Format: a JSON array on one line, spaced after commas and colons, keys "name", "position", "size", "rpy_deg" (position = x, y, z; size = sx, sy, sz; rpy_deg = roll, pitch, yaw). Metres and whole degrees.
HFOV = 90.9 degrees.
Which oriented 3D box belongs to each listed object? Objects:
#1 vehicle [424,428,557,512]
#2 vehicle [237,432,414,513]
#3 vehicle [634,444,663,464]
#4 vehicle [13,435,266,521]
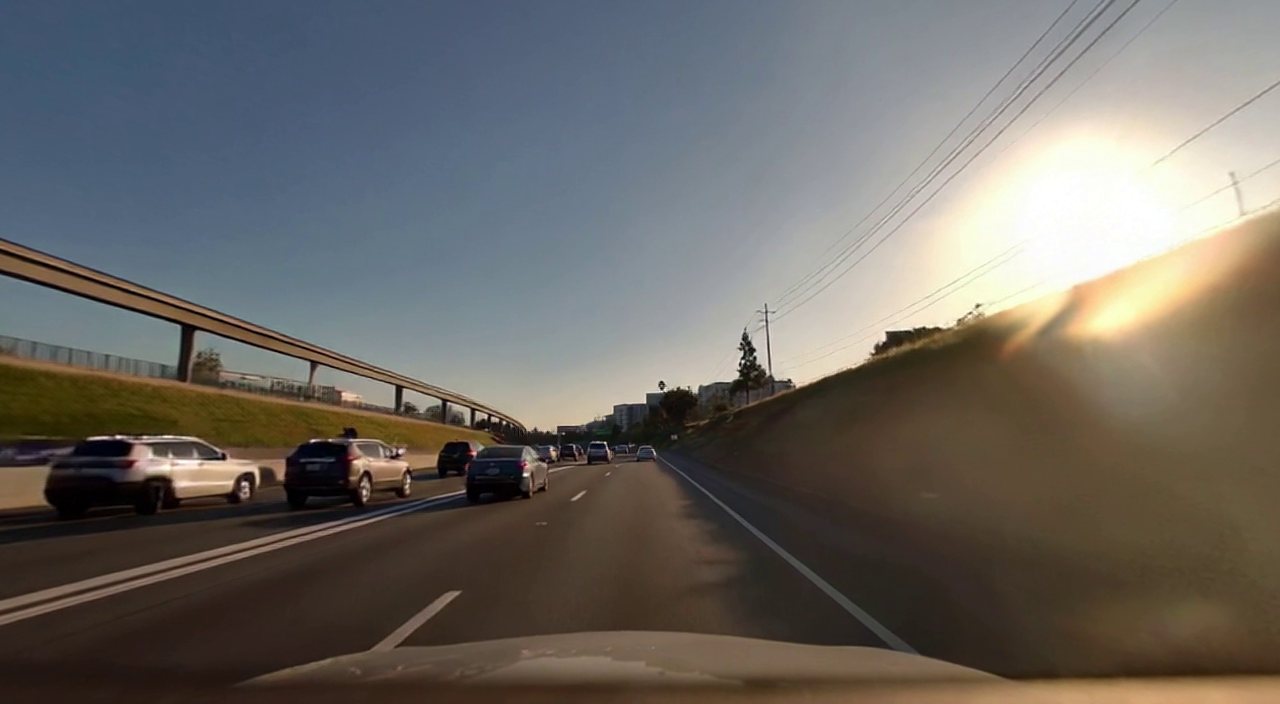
[{"name": "vehicle", "position": [-3.428, 2.787, 15.436], "size": [2.052, 1.731, 4.372], "rpy_deg": [0, -8, 2]}, {"name": "vehicle", "position": [-7.233, 2.784, 15.100], "size": [1.959, 1.652, 4.170], "rpy_deg": [0, -8, 1]}, {"name": "vehicle", "position": [0.573, 7.574, 46.980], "size": [2.074, 1.465, 3.977], "rpy_deg": [0, -8, -1]}, {"name": "vehicle", "position": [-11.055, 2.780, 14.525], "size": [1.951, 1.628, 4.617], "rpy_deg": [0, -8, 1]}]
